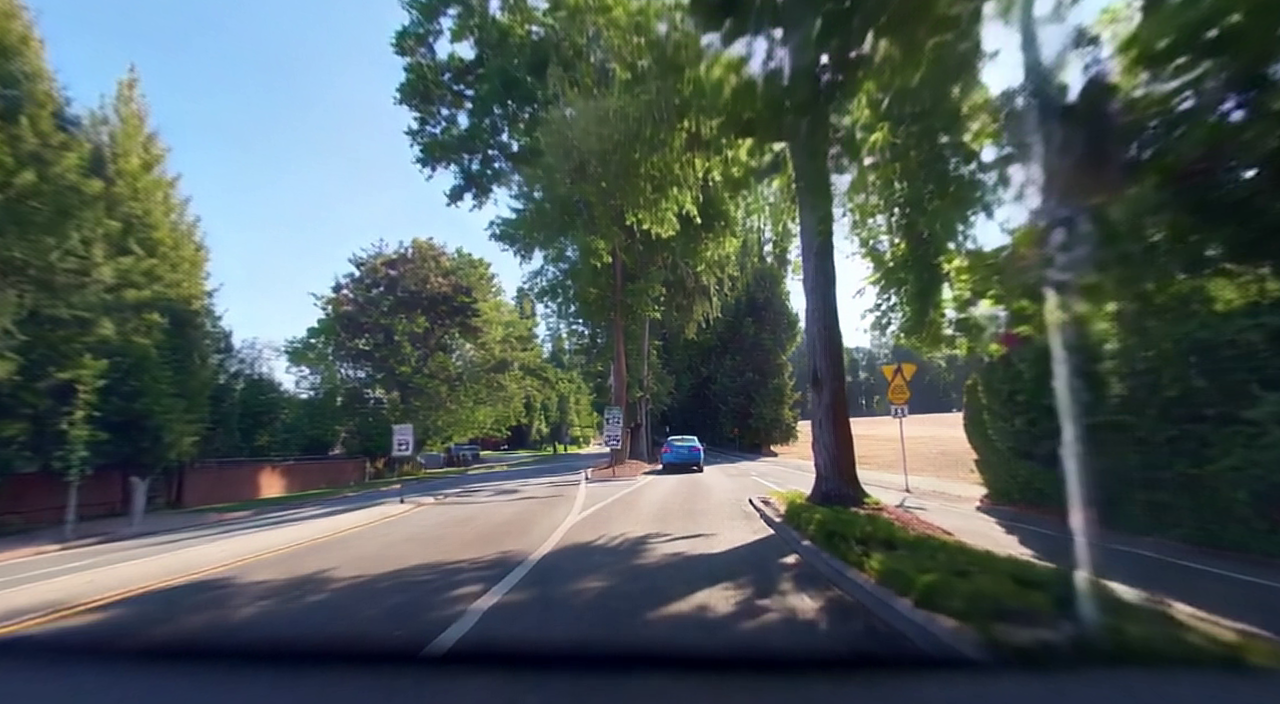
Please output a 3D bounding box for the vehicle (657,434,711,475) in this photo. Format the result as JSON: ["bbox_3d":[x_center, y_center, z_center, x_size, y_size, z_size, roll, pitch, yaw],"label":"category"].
[{"bbox_3d":[1.991,4.581,28.487,2.216,1.708,4.110,-1,-8,4],"label":"vehicle"}]
